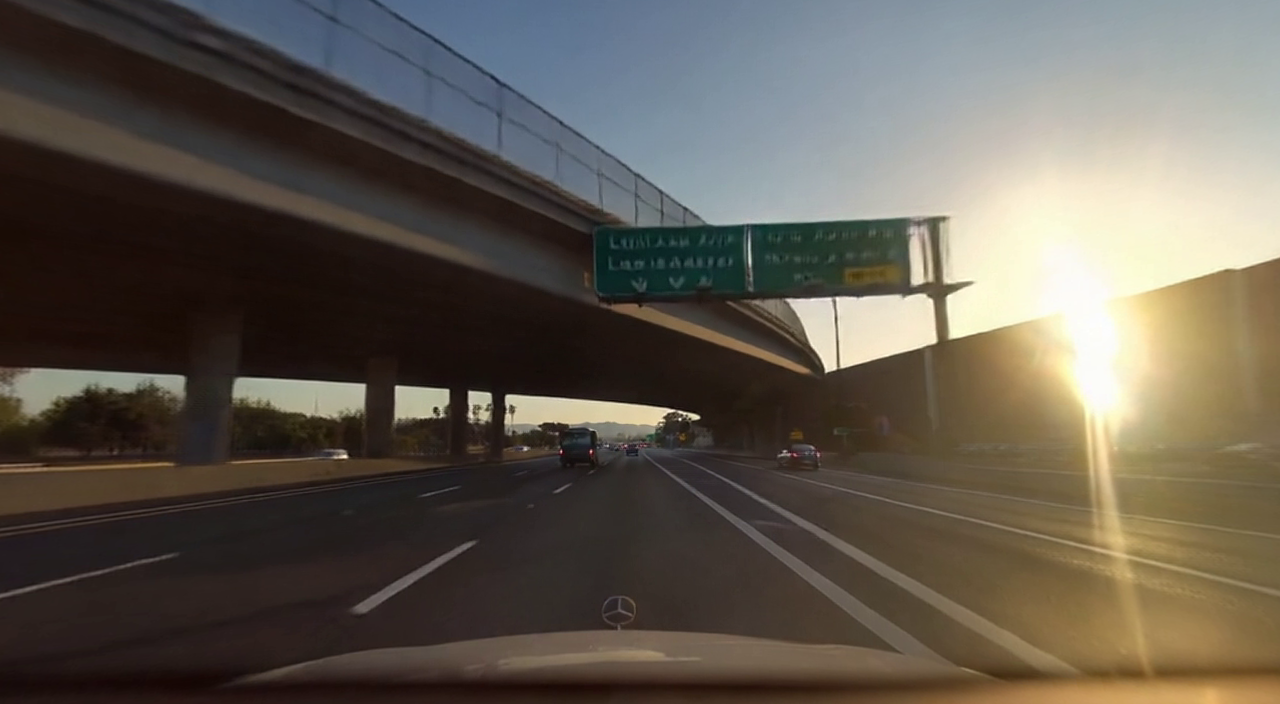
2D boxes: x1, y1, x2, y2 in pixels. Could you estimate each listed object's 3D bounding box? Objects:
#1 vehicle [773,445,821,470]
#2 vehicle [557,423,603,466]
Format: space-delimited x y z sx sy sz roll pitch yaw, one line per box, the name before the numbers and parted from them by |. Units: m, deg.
vehicle | 10.008 6.762 40.586 2.035 1.491 4.246 0 -9 1
vehicle | -4.378 6.953 47.442 2.881 2.937 7.045 0 -9 -1
